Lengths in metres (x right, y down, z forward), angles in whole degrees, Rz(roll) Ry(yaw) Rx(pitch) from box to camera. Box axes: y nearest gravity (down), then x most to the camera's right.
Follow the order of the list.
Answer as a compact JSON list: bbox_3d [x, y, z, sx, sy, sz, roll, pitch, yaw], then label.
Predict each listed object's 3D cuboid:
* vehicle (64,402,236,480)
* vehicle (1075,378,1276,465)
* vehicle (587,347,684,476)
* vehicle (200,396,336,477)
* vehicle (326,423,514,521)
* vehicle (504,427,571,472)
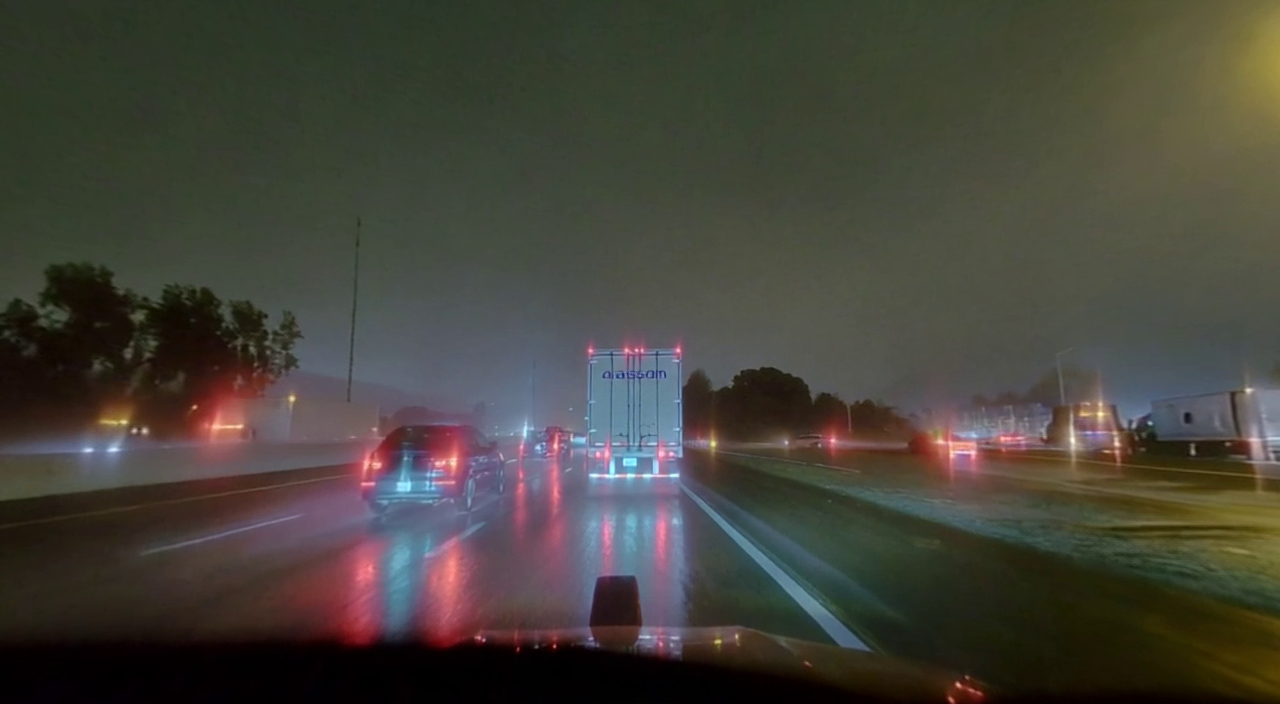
[{"bbox_3d":[-22.728,4.167,29.768,2.378,3.231,6.822,0,-8,1],"label":"vehicle"},{"bbox_3d":[18.866,2.564,22.667,2.432,2.753,5.388,0,-8,1],"label":"vehicle"},{"bbox_3d":[-0.260,2.665,26.167,3.171,4.204,11.036,0,-8,-1],"label":"vehicle"},{"bbox_3d":[-18.992,4.369,32.674,3.004,3.780,6.115,-1,-7,3],"label":"vehicle"},{"bbox_3d":[-3.856,2.154,11.963,1.964,1.507,4.361,0,-8,0],"label":"vehicle"},{"bbox_3d":[-3.931,3.804,24.742,1.946,1.599,4.073,0,-8,0],"label":"vehicle"}]
